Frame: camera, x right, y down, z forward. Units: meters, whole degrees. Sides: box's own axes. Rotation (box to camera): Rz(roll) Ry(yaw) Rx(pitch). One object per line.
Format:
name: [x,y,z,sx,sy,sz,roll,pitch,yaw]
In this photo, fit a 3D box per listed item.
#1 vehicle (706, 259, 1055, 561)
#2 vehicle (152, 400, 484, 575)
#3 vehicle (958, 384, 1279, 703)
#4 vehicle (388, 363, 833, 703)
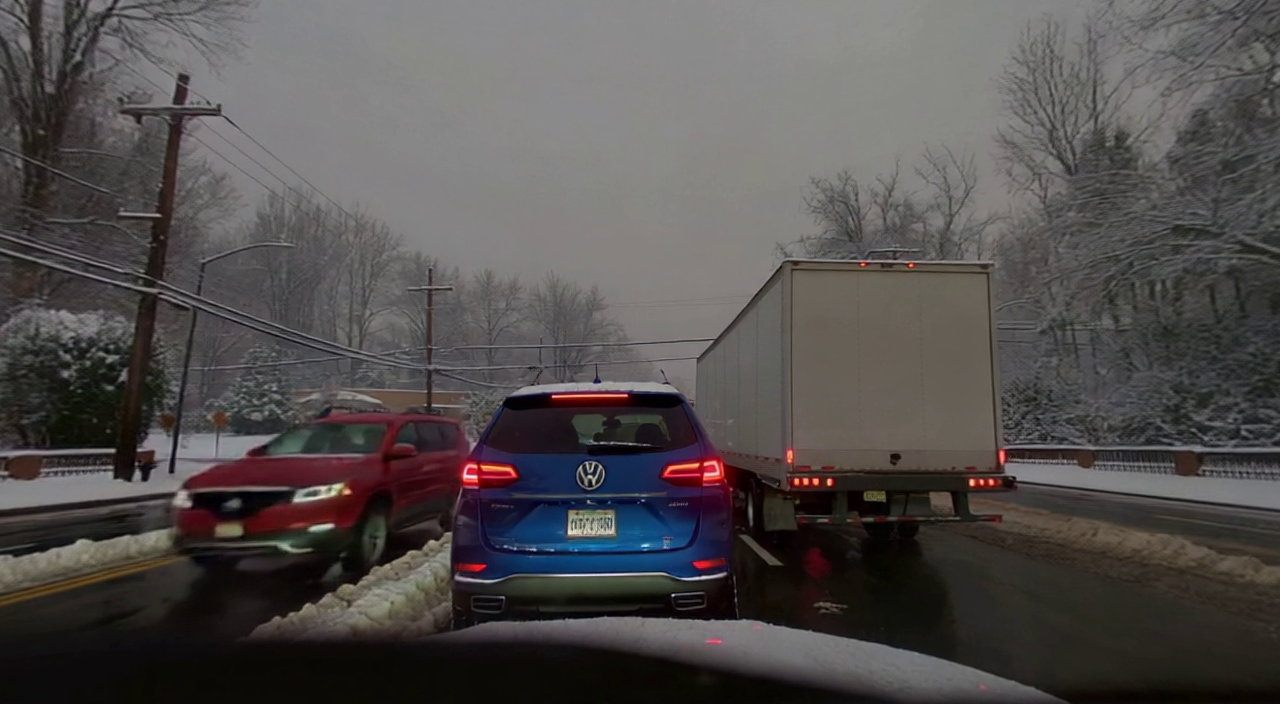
vehicle: [3.236,1.267,11.827,2.915,3.559,8.848,0,-8,-1]
vehicle: [-4.071,1.827,9.373,2.119,1.835,5.261,0,-8,0]
vehicle: [2.820,0.747,1.195,1.971,1.484,4.728,0,-8,0]
vehicle: [-0.140,1.228,5.196,2.114,1.732,4.230,0,-8,0]
